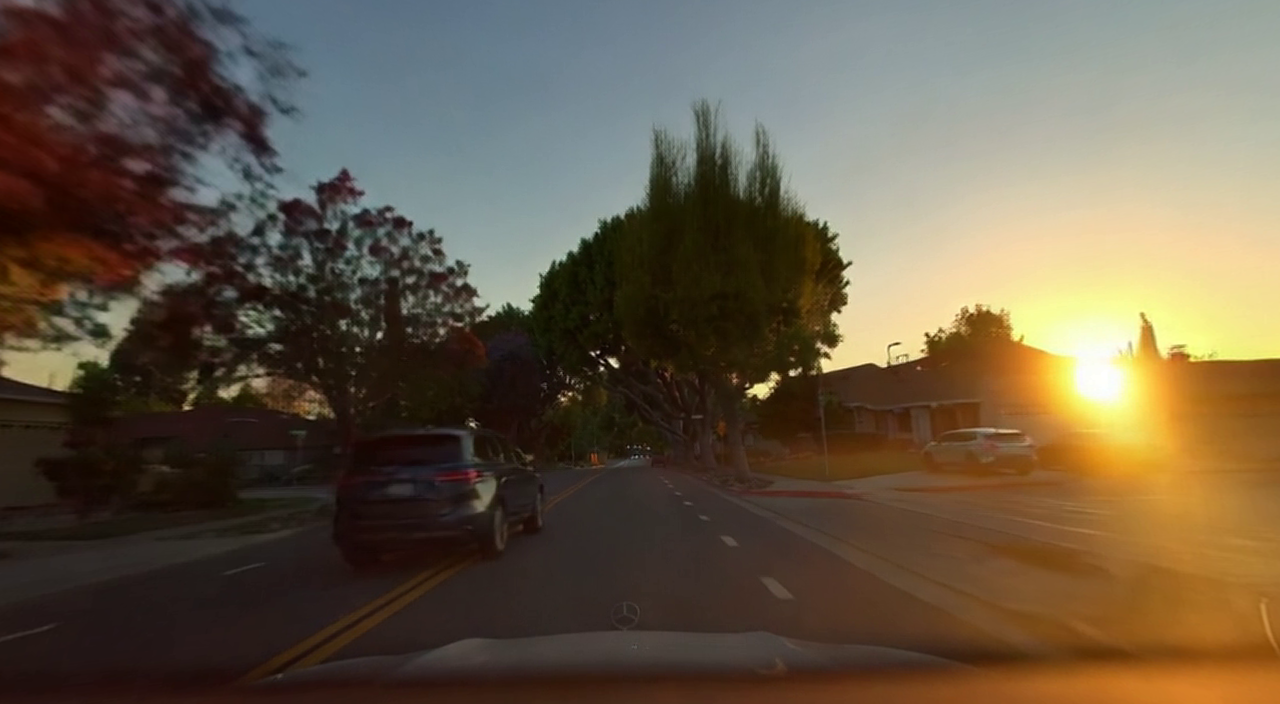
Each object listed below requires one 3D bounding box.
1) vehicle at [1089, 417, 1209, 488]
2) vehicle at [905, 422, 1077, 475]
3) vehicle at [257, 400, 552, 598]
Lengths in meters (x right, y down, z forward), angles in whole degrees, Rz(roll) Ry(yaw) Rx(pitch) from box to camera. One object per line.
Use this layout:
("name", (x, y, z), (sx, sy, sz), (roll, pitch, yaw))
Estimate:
("vehicle", (13.862, 2.750, 17.480), (1.860, 1.697, 4.292), (-5, -10, 30))
("vehicle", (9.434, 2.678, 17.543), (1.922, 1.263, 4.664), (1, -9, -3))
("vehicle", (-2.777, 1.863, 8.955), (2.210, 2.023, 4.663), (0, -9, 2))
